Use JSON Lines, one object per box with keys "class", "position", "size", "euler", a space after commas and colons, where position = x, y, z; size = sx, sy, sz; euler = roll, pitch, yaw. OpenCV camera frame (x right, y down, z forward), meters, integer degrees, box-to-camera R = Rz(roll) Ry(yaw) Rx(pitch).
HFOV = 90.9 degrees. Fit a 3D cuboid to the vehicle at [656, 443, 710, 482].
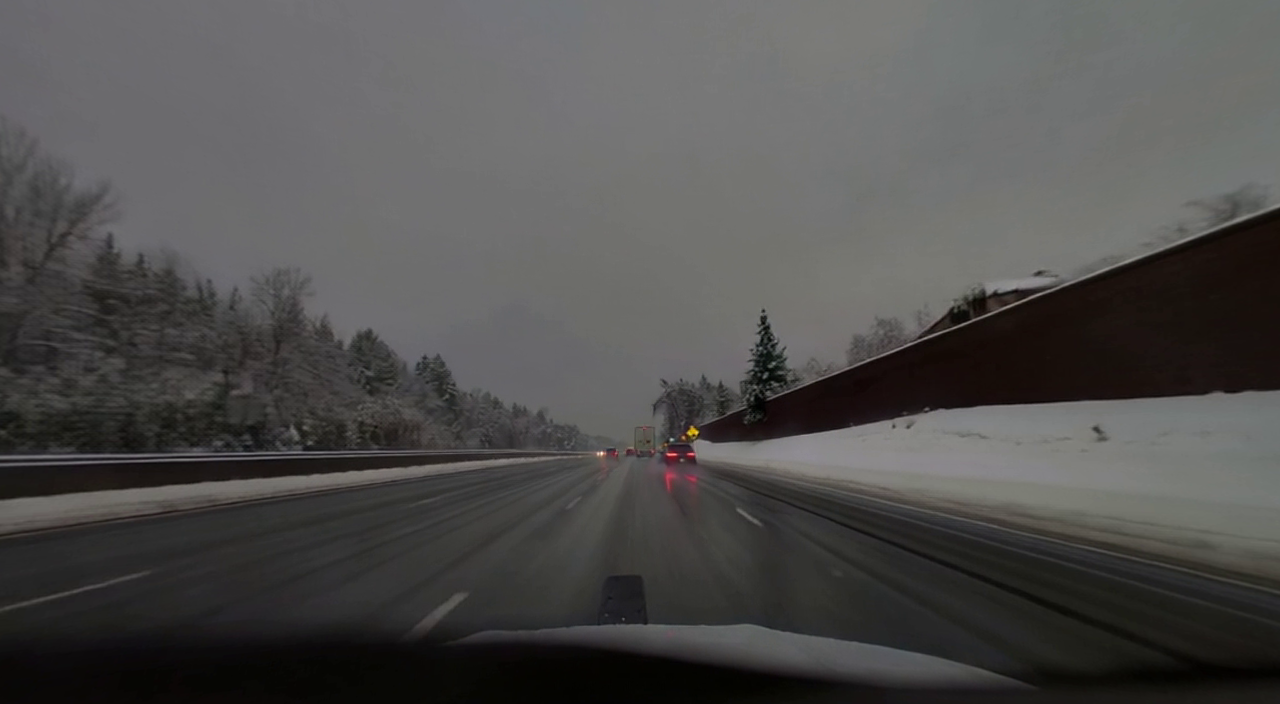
{"class": "vehicle", "position": [1.815, 4.874, 27.972], "size": [1.973, 1.536, 4.337], "euler": [0, -9, -1]}
